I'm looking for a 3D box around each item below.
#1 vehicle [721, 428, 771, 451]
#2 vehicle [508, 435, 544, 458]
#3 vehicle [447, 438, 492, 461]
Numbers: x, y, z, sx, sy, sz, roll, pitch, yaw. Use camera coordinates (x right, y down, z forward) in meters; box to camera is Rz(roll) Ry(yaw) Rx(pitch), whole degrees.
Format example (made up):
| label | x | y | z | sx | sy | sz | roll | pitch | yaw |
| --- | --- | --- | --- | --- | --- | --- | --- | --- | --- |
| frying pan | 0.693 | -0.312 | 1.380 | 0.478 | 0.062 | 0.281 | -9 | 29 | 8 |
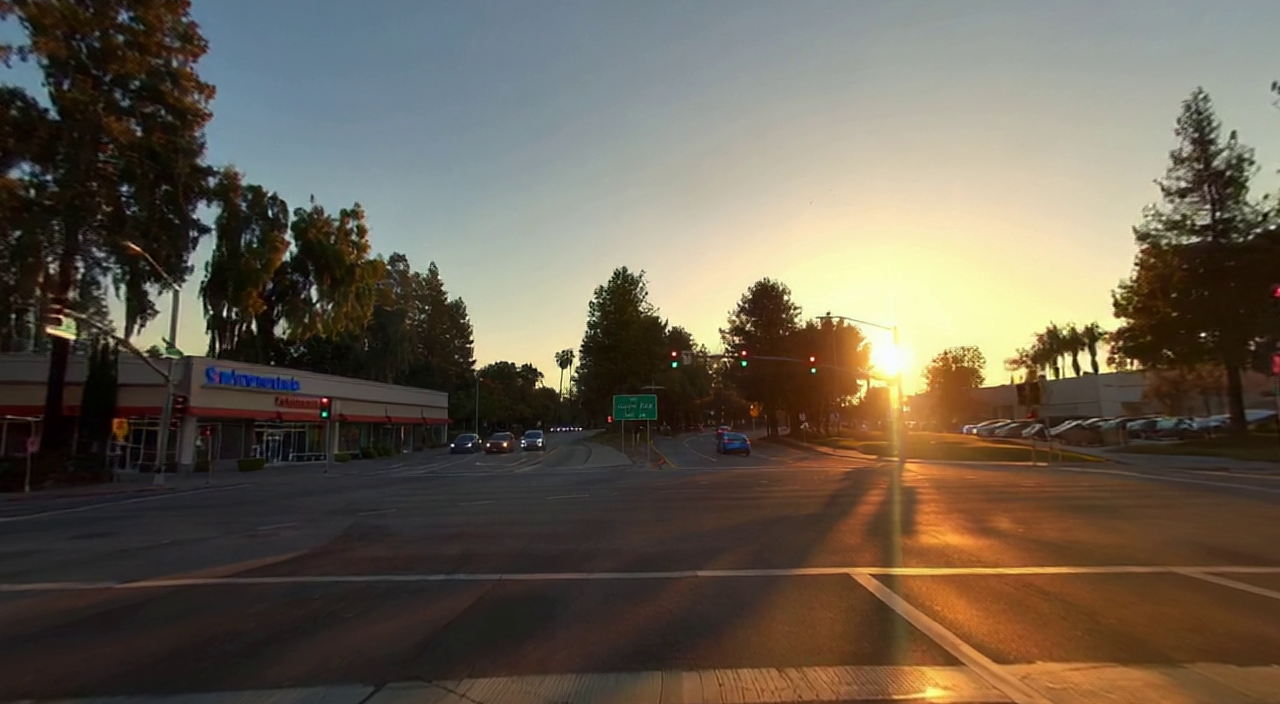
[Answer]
| label | x | y | z | sx | sy | sz | roll | pitch | yaw |
| --- | --- | --- | --- | --- | --- | --- | --- | --- | --- |
| vehicle | 7.934 | 6.680 | 47.762 | 1.936 | 1.664 | 4.667 | 2 | -9 | -14 |
| vehicle | -8.056 | 6.744 | 44.929 | 1.920 | 1.546 | 4.086 | 0 | -9 | -2 |
| vehicle | -11.763 | 6.785 | 43.791 | 2.111 | 1.499 | 4.371 | 0 | -9 | -3 |
